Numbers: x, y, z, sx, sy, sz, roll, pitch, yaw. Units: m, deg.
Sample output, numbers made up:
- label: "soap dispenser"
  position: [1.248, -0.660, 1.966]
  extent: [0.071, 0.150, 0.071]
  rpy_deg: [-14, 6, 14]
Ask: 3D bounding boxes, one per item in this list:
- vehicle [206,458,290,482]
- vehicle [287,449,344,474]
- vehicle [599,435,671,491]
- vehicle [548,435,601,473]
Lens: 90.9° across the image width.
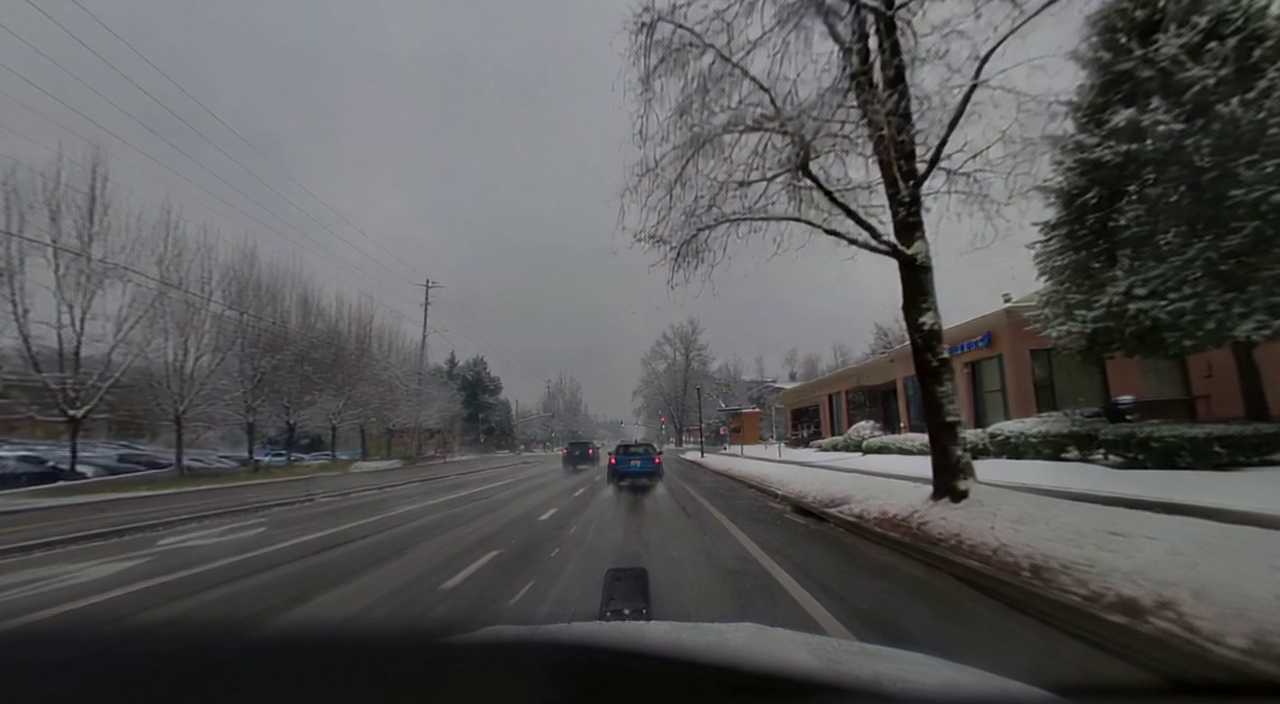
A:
- label: "vehicle"
  position: [-26.328, 7.895, 42.391]
  extent: [4.553, 1.479, 1.768]
  rpy_deg: [-1, -8, 7]
- label: "vehicle"
  position: [-24.481, 8.263, 47.704]
  extent: [1.791, 1.724, 4.432]
  rpy_deg: [0, -8, 2]
- label: "vehicle"
  position: [-0.130, 3.576, 20.630]
  extent: [2.108, 1.612, 4.246]
  rpy_deg: [0, -8, 0]
- label: "vehicle"
  position: [-3.387, 5.390, 33.571]
  extent: [2.064, 1.859, 5.154]
  rpy_deg: [0, -8, 2]
